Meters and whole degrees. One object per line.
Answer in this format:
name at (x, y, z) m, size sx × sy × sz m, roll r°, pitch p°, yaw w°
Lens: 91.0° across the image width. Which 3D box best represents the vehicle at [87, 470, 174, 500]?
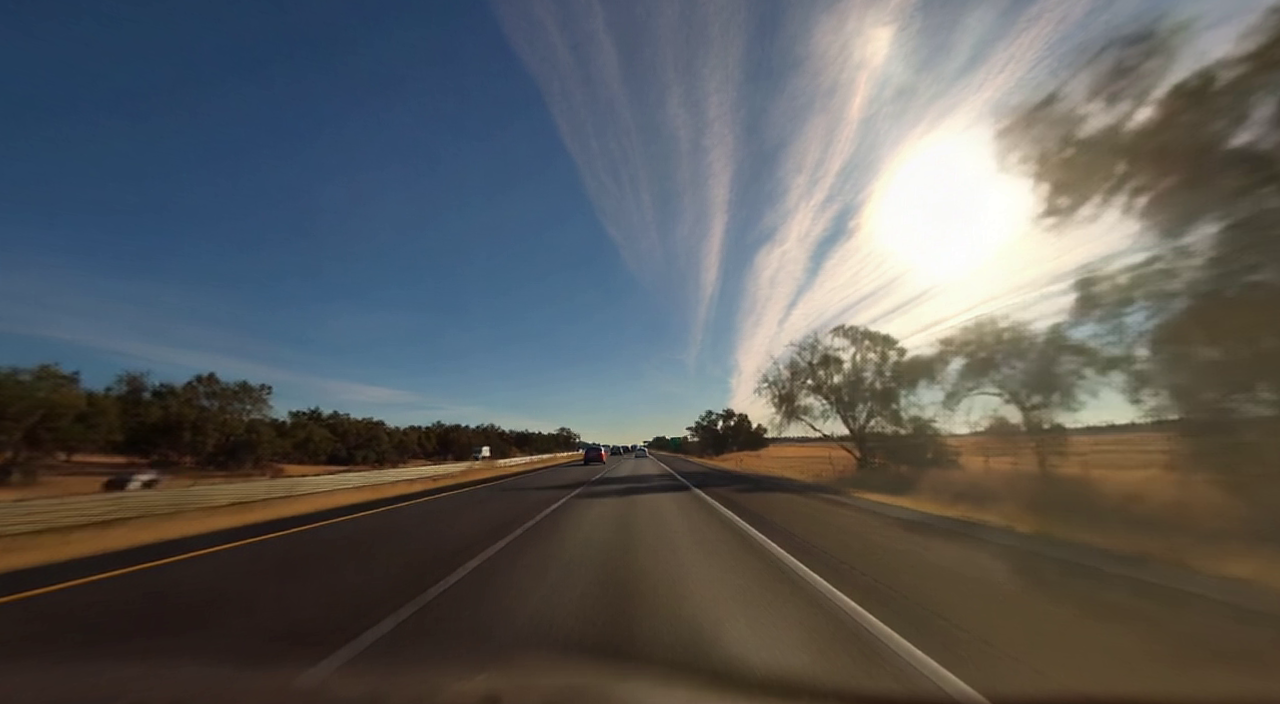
vehicle at (-32.685, 8.499, 40.541) m, size 1.931 × 1.613 × 4.331 m, roll 0°, pitch -9°, yaw 1°
